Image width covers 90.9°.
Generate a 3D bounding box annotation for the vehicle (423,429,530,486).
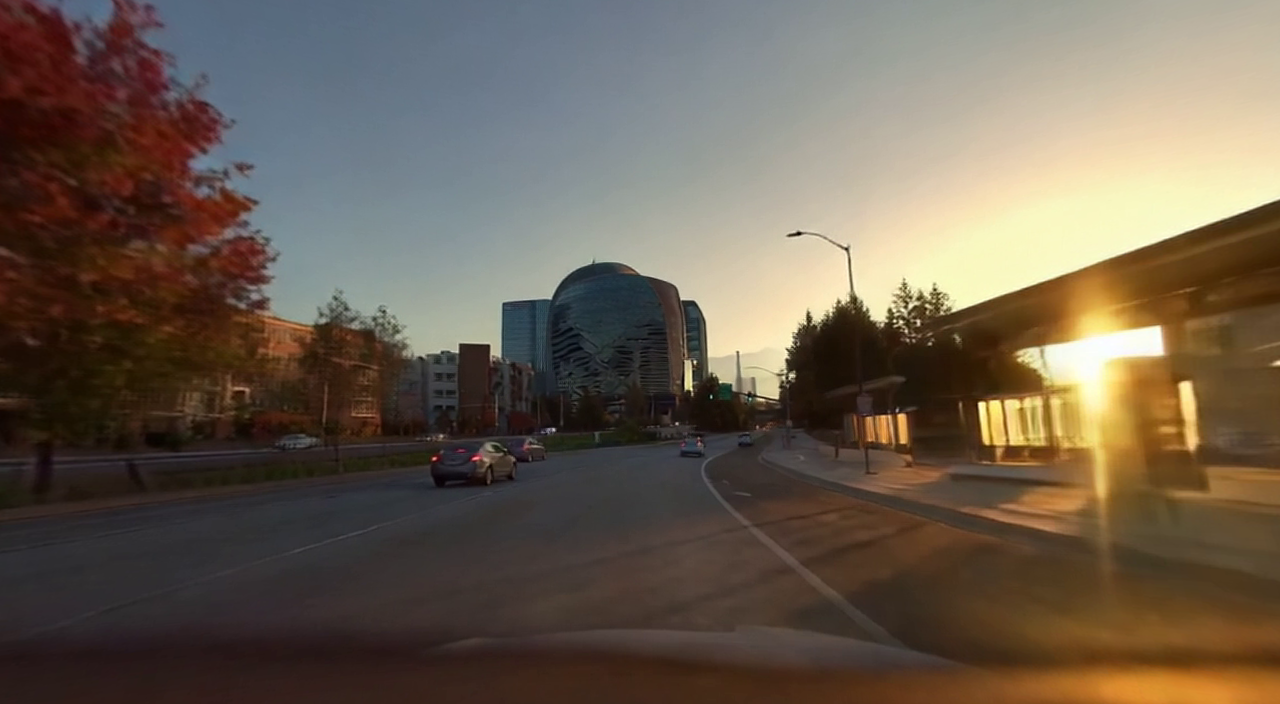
[{"bbox_3d":[-5.479,3.598,21.814,2.181,1.728,4.515,-1,-8,4],"label":"vehicle"}]
